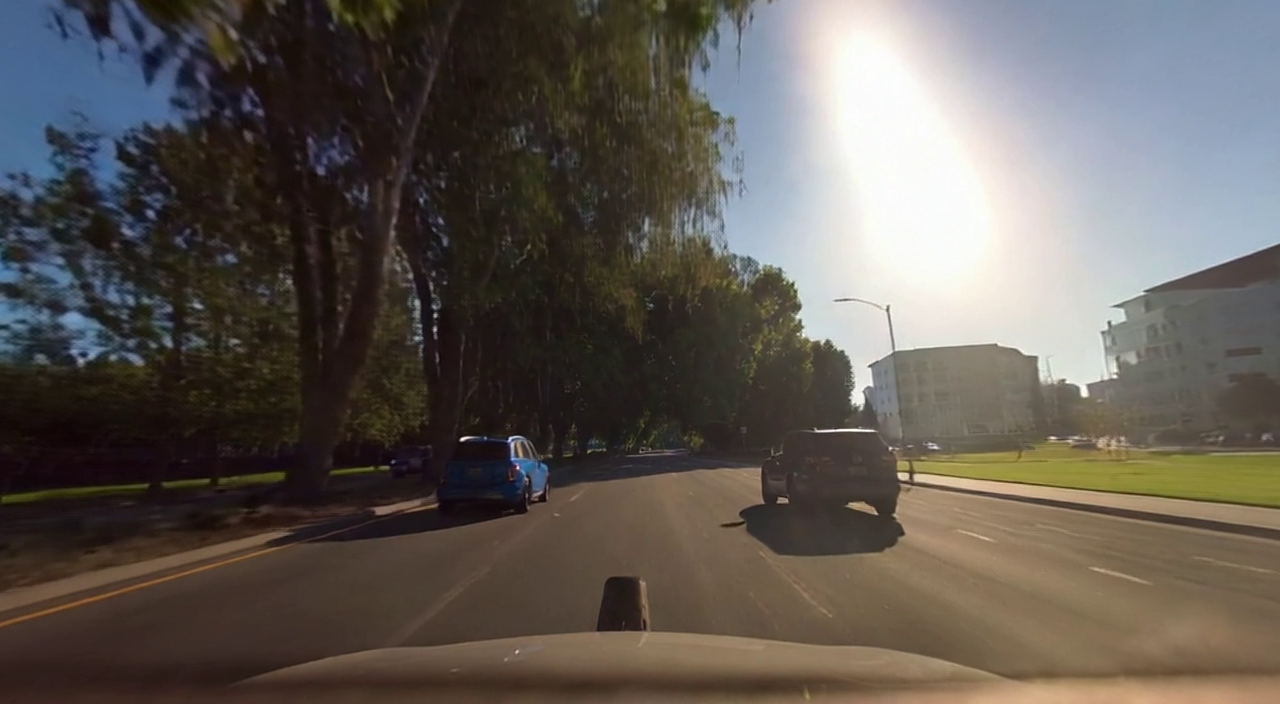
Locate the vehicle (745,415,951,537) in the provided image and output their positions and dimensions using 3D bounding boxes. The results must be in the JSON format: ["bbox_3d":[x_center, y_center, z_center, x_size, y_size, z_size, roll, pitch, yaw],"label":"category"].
[{"bbox_3d":[3.472,2.195,11.787,2.087,1.759,5.040,0,-8,-1],"label":"vehicle"}]

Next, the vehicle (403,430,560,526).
[{"bbox_3d":[-3.009,2.496,13.025,2.025,1.635,4.293,0,-8,2],"label":"vehicle"}]
